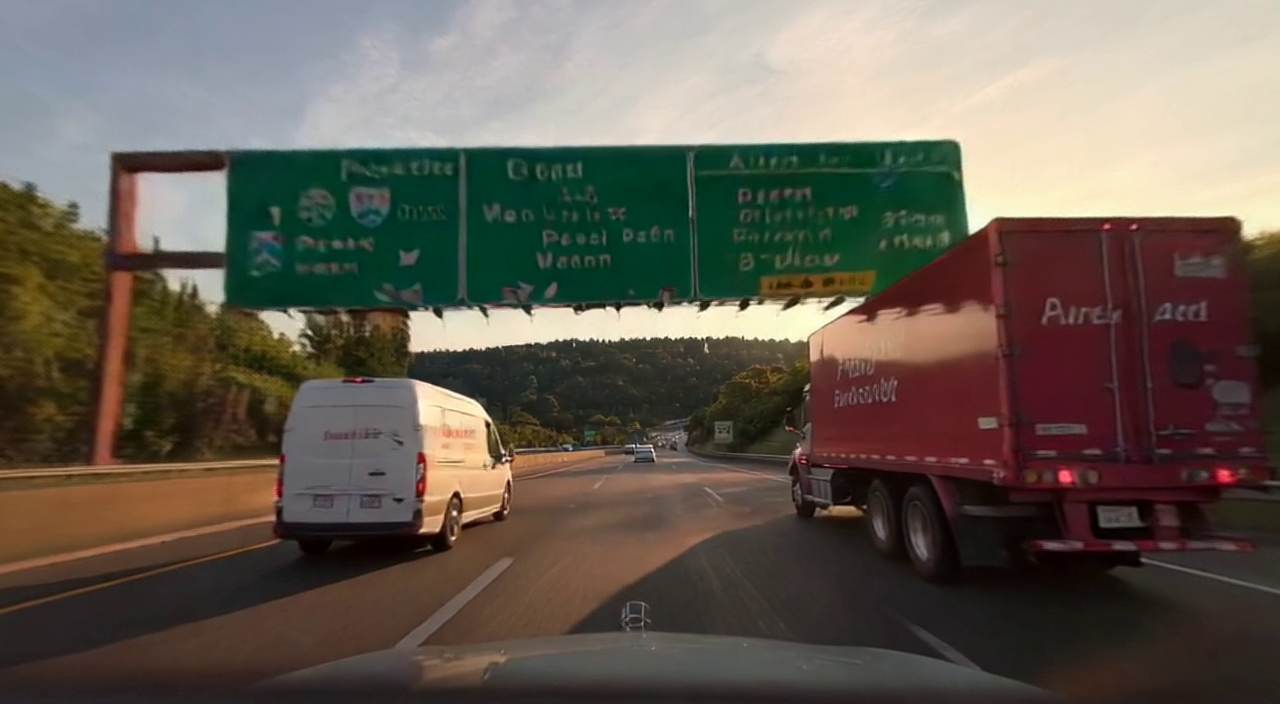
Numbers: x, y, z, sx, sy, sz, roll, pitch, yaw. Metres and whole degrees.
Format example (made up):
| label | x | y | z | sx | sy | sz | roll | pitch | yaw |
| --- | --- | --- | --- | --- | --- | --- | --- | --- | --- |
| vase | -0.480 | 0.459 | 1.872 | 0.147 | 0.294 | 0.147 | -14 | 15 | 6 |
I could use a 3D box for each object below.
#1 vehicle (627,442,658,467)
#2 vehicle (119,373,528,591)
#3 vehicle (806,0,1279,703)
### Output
| label | x | y | z | sx | sy | sz | roll | pitch | yaw |
| --- | --- | --- | --- | --- | --- | --- | --- | --- | --- |
| vehicle | 0.158 | 7.281 | 44.933 | 2.067 | 1.690 | 3.901 | 0 | -9 | 0 |
| vehicle | -3.324 | 1.593 | 8.571 | 2.572 | 1.927 | 5.803 | 0 | -9 | 0 |
| vehicle | 4.199 | 0.286 | 6.436 | 3.007 | 3.949 | 7.005 | 0 | -9 | 0 |
